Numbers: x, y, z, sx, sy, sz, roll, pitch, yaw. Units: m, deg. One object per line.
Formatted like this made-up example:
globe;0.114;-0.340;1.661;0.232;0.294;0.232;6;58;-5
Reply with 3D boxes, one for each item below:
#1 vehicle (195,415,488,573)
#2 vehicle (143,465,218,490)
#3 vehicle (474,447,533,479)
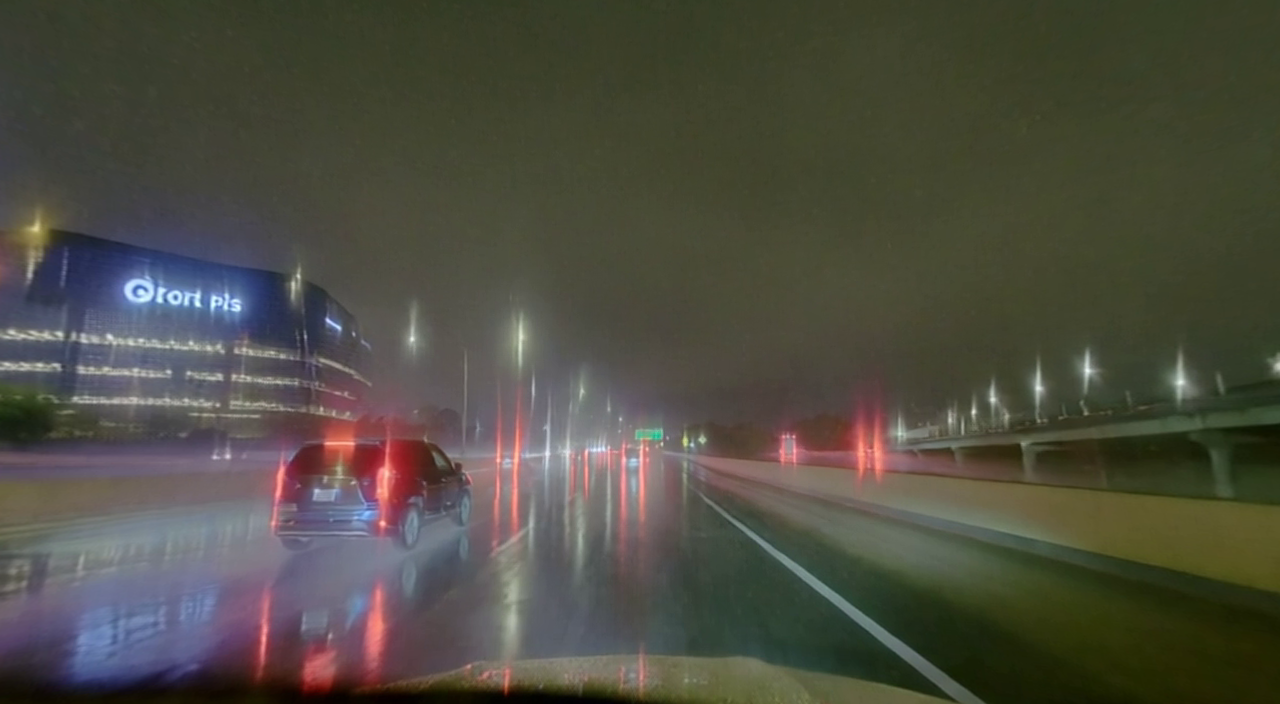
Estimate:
vehicle;-3.883;1.929;9.333;2.059;1.725;4.521;0;-9;1
vehicle;-32.271;8.815;44.402;1.820;1.475;4.548;0;-9;0
vehicle;-7.199;5.893;33.747;1.998;1.542;4.953;0;-9;1
